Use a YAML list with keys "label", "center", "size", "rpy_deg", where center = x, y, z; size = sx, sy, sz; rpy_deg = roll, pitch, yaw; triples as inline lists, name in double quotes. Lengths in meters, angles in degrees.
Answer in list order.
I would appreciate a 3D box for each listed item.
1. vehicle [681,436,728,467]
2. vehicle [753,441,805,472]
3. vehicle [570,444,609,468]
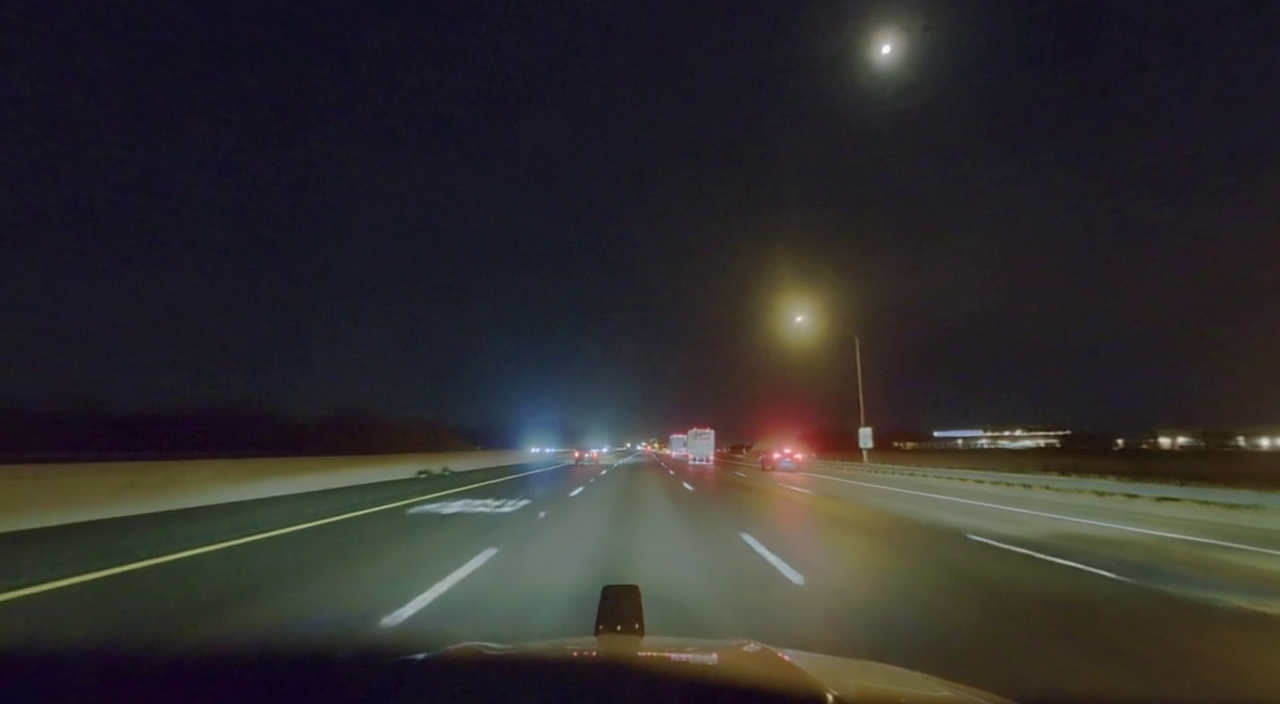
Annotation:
- label: "vehicle"
  center: [4.432, 7.009, 44.298]
  size: [2.770, 1.990, 5.755]
  rpy_deg: [0, -9, 1]
- label: "vehicle"
  center: [8.343, 6.316, 38.210]
  size: [2.188, 1.727, 4.381]
  rpy_deg: [0, -9, 1]
- label: "vehicle"
  center: [-3.295, 6.907, 42.051]
  size: [2.164, 1.507, 4.748]
  rpy_deg: [0, -9, 1]
